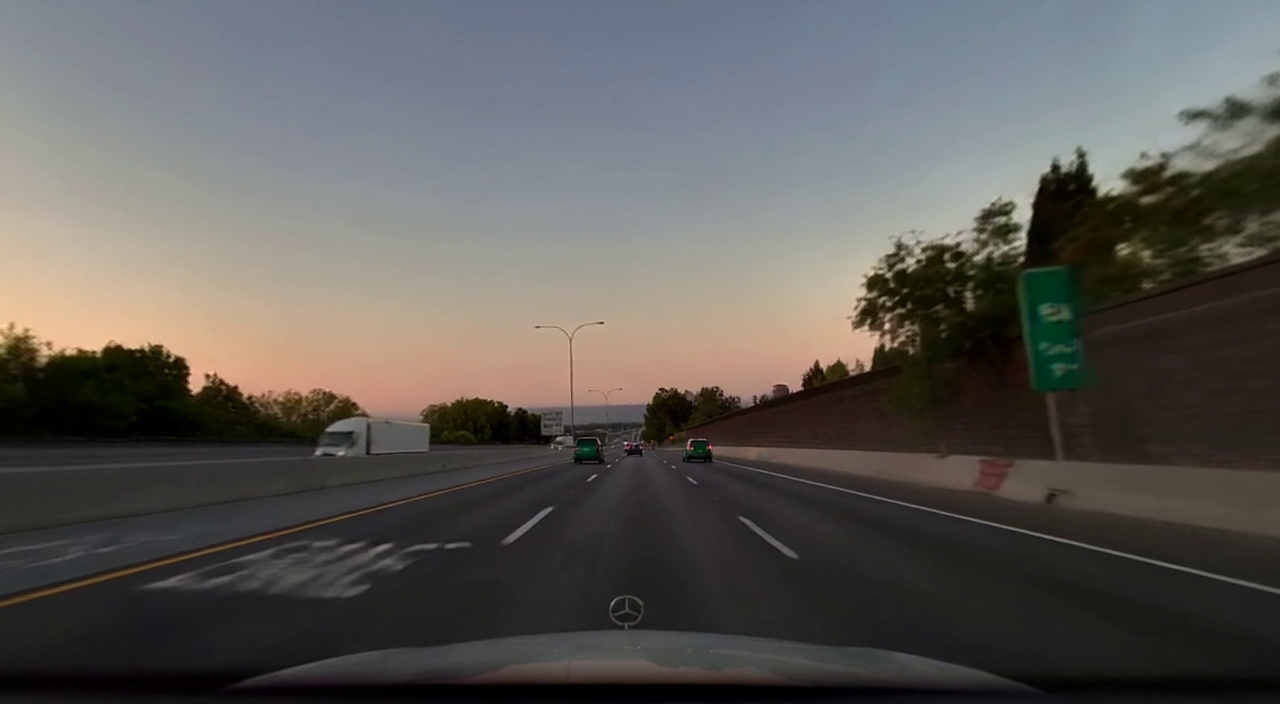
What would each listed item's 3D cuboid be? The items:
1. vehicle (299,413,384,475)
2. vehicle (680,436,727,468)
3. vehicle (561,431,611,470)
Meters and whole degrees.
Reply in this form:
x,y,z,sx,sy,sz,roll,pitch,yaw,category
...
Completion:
x,y,z,sx,sy,sz,roll,pitch,yaw,category
-21.306,6.618,45.193,2.995,4.089,6.180,0,-8,-1,vehicle
3.504,5.648,35.574,2.202,1.682,4.188,0,-8,0,vehicle
-3.005,5.601,35.946,2.291,2.052,4.887,0,-8,1,vehicle
